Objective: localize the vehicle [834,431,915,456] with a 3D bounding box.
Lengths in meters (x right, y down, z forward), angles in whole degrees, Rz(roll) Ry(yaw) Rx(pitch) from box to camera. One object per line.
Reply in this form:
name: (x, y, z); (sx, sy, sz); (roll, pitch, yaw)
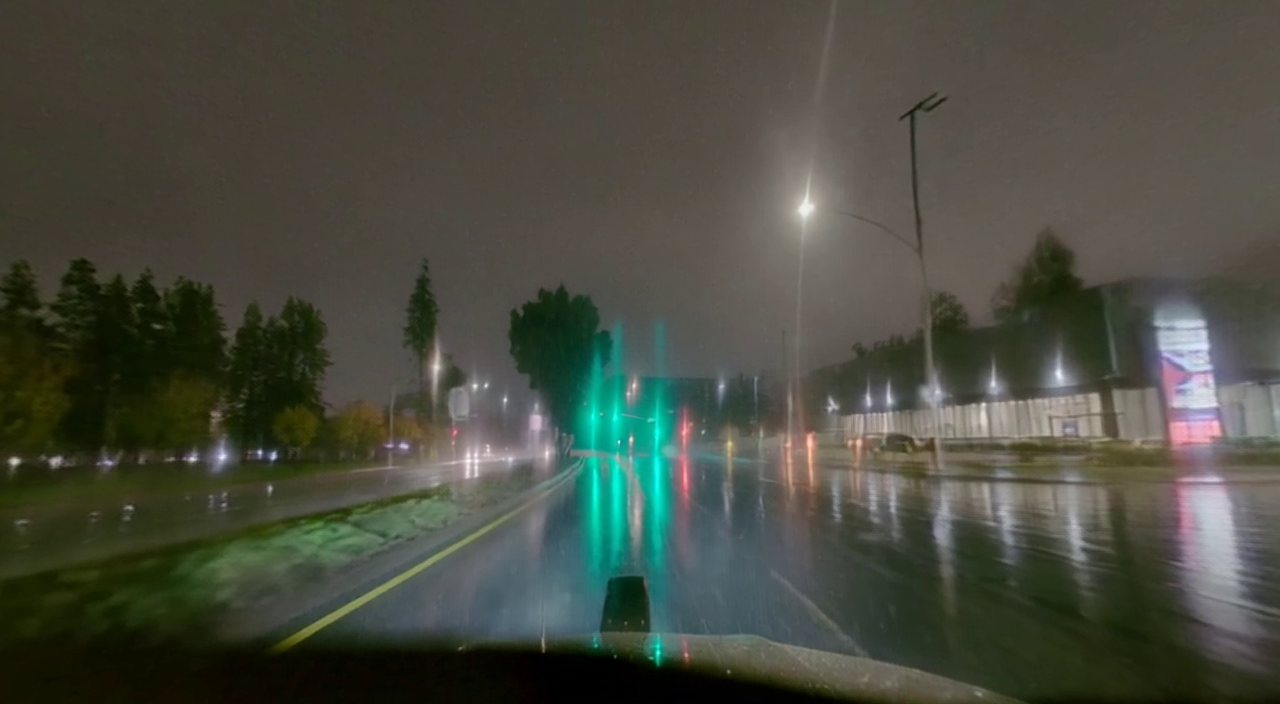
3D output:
vehicle: (15.825, 6.201, 42.717); (4.510, 1.667, 2.247); (1, -8, -6)
